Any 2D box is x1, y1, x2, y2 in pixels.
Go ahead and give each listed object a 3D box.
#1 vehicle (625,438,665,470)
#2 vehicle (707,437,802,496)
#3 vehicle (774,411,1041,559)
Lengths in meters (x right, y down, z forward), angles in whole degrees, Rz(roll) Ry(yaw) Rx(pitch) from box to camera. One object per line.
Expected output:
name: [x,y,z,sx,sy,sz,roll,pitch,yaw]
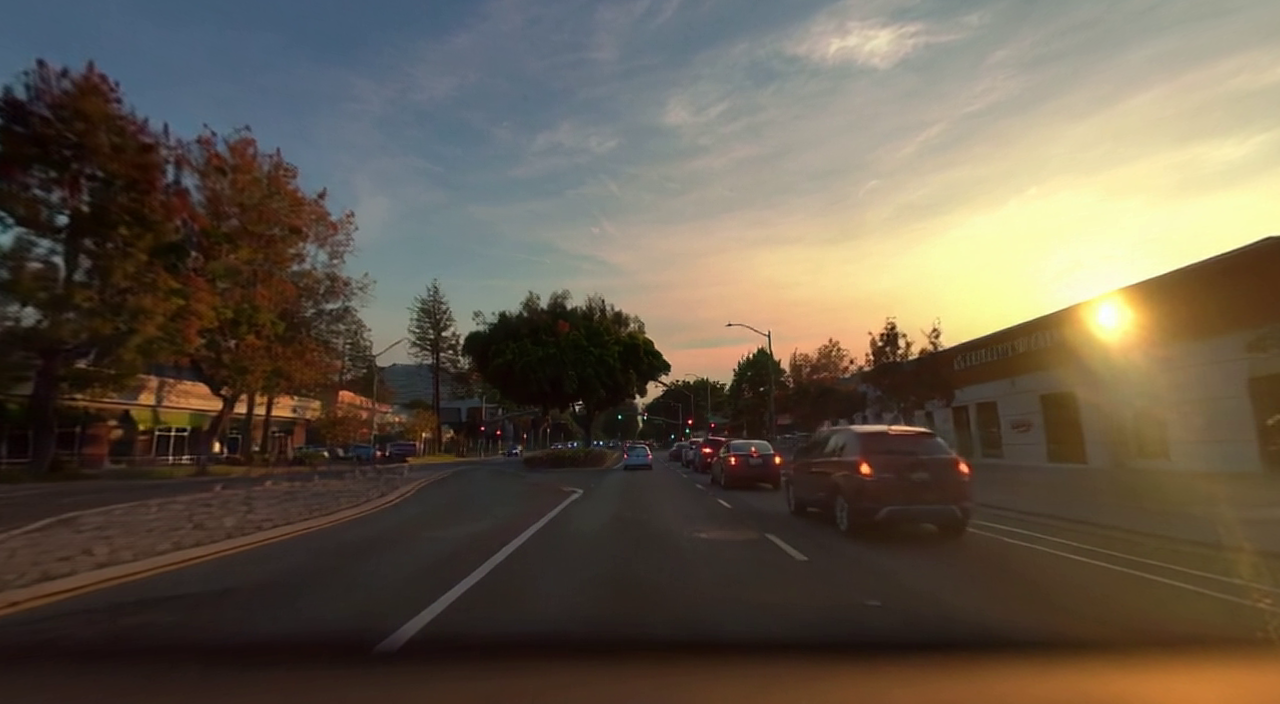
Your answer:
vehicle: [0.214,5.388,33.549,2.023,1.532,3.891,0,-8,-1]
vehicle: [3.173,3.260,18.471,1.864,1.484,4.662,0,-8,0]
vehicle: [3.496,1.820,9.317,2.085,1.668,4.077,0,-8,-1]
